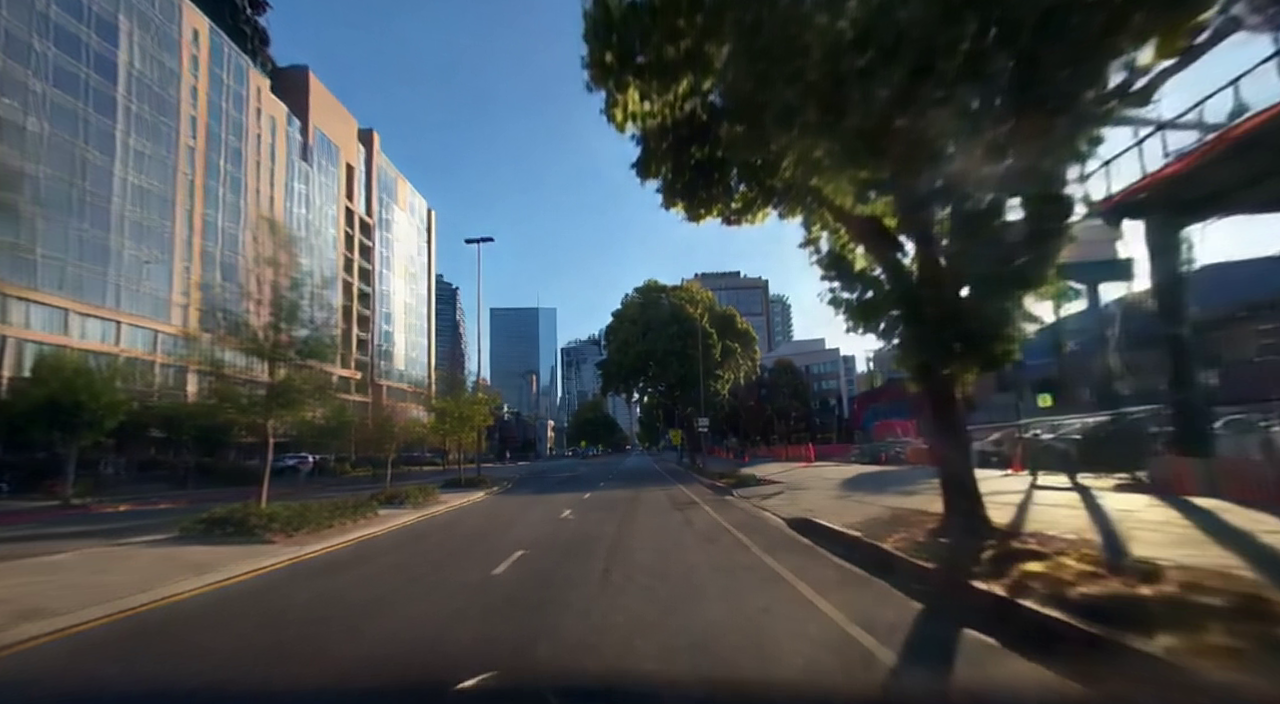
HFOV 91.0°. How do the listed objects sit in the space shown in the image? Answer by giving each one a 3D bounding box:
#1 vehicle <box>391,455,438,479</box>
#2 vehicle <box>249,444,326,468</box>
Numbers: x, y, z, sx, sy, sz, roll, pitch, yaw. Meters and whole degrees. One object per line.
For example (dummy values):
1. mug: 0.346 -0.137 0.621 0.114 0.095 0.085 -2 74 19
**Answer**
1. vehicle: -17.267 8.796 48.377 1.921 1.541 4.541 -1 -8 0
2. vehicle: -25.598 7.584 45.838 4.308 1.612 1.989 1 -8 0
